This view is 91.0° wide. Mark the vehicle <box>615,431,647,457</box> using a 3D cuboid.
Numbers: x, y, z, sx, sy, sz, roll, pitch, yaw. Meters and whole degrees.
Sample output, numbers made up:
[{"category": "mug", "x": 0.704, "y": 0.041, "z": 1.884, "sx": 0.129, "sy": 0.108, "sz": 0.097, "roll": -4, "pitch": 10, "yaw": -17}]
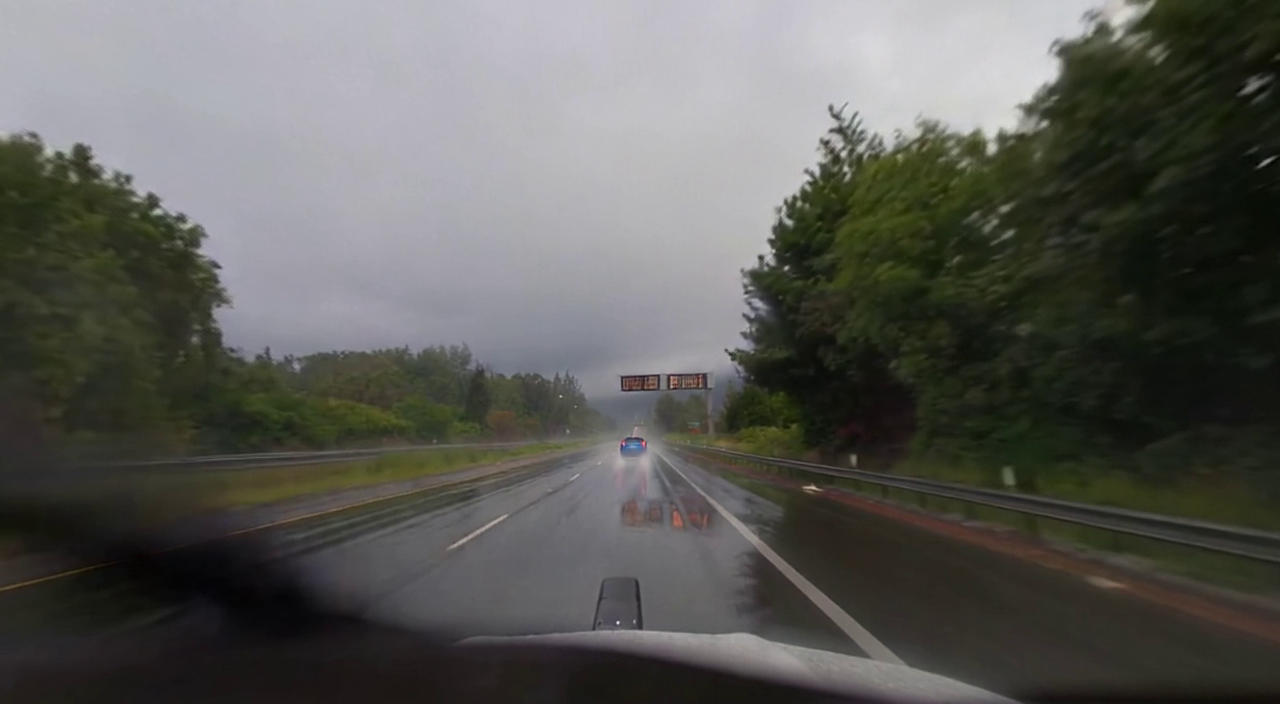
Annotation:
[{"category": "vehicle", "x": -0.634, "y": 6.575, "z": 45.014, "sx": 2.180, "sy": 1.717, "sz": 4.139, "roll": 0, "pitch": -8, "yaw": -1}]
